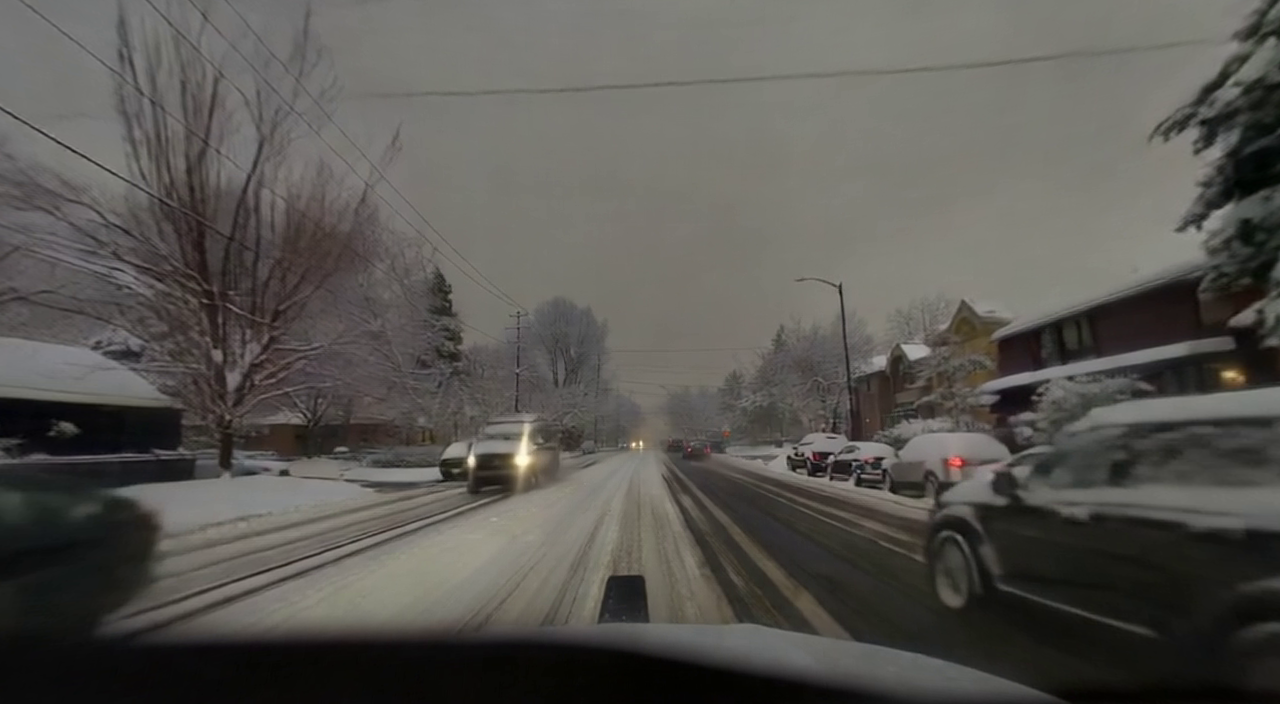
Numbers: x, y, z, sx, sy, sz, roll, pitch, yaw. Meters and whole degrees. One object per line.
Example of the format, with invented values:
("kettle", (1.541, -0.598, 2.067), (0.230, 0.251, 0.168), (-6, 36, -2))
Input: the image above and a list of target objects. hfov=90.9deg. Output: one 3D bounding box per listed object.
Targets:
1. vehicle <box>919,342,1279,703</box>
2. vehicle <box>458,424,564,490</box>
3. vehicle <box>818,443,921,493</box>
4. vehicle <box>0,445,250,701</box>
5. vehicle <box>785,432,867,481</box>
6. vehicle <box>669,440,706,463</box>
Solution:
("vehicle", (3.311, 0.897, 2.795), (2.004, 1.704, 4.573), (0, -9, 0))
("vehicle", (-4.429, 3.758, 22.892), (2.435, 2.069, 5.772), (-1, -8, 2))
("vehicle", (7.741, 3.920, 21.808), (1.862, 1.492, 4.571), (1, -8, 0))
("vehicle", (-4.723, 1.314, 3.823), (1.989, 1.474, 4.112), (-1, -9, 2))
("vehicle", (8.084, 4.599, 28.008), (2.133, 1.911, 5.455), (-1, -8, 2))
("vehicle", (3.247, 6.963, 44.353), (2.059, 1.489, 4.629), (0, -8, -2))
